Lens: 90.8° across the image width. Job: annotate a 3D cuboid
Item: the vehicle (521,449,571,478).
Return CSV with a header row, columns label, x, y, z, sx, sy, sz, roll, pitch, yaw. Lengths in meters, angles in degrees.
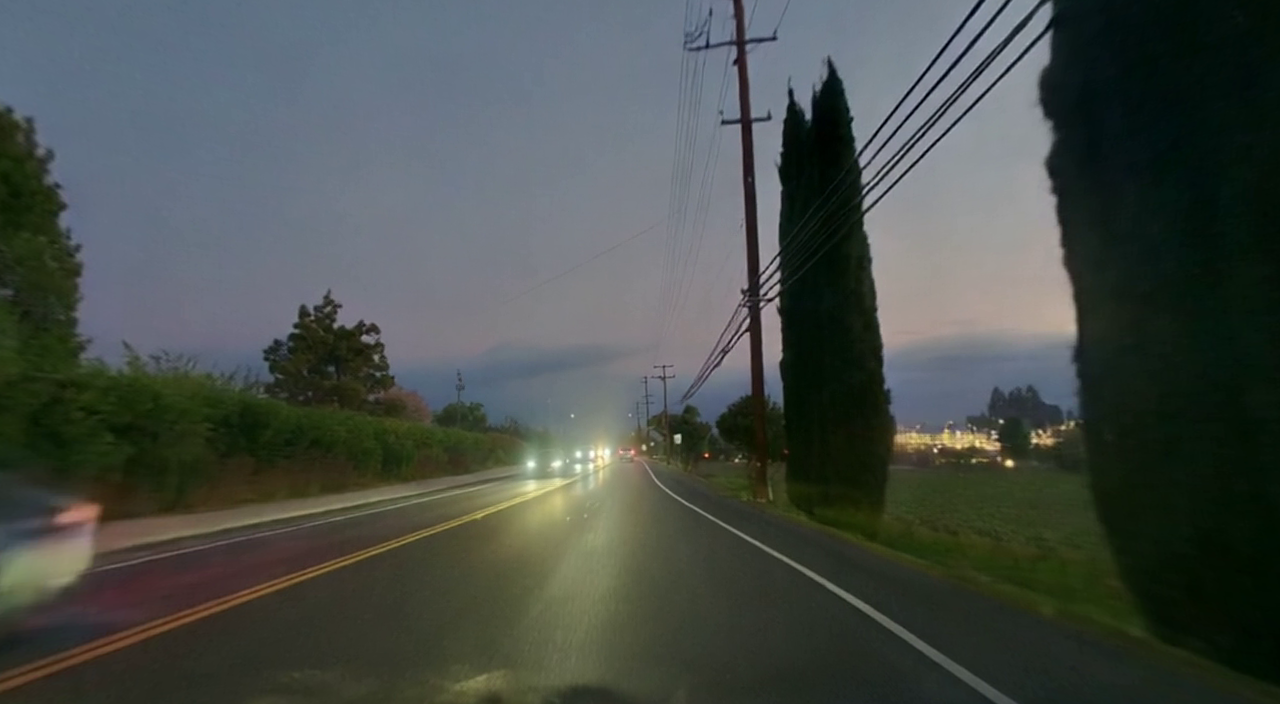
label,x,y,z,sx,sy,sz,roll,pitch,yaw
vehicle,-5.125,6.144,35.099,2.069,1.471,4.226,0,-8,1
